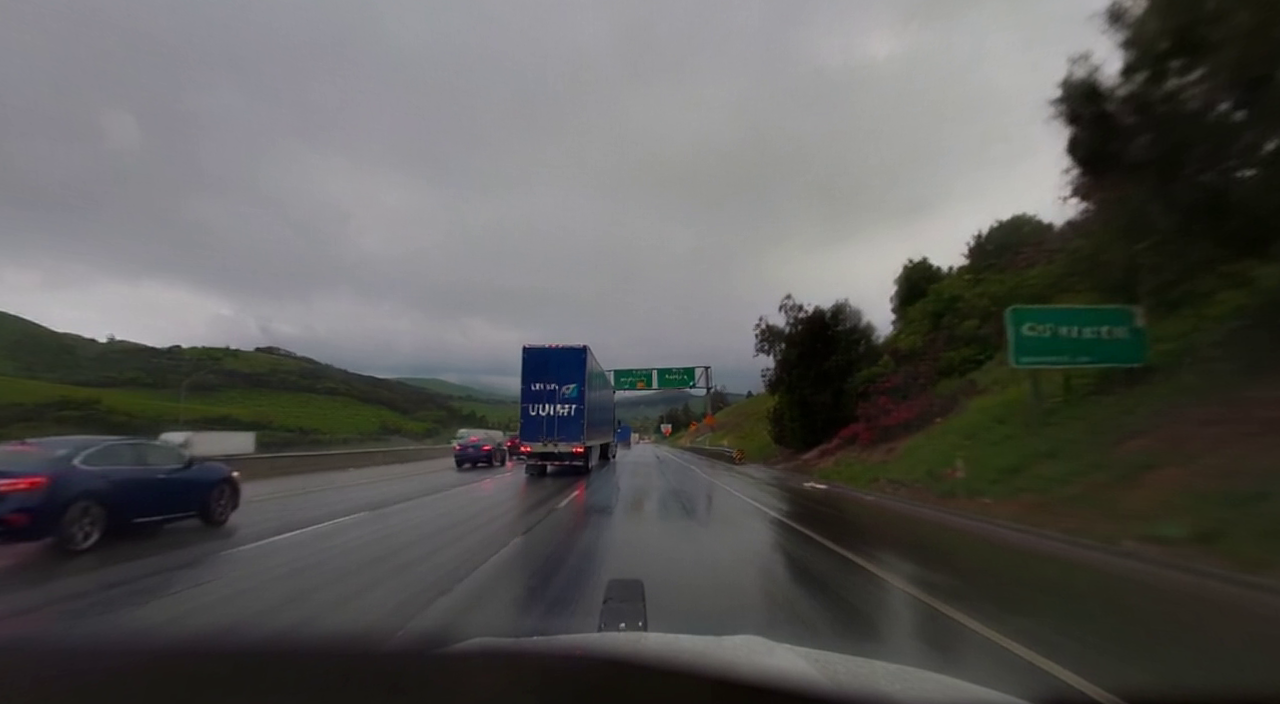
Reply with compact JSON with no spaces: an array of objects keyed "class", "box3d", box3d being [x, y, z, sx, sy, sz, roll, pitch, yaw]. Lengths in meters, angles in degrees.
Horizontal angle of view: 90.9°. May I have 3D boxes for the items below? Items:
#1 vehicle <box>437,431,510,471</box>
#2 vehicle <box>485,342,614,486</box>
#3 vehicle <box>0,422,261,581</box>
[{"class":"vehicle","box3d":[-7.201,4.319,27.781,1.949,1.604,4.456,0,-8,0]},{"class":"vehicle","box3d":[-3.052,2.937,27.263,3.202,4.352,16.251,0,-8,0]},{"class":"vehicle","box3d":[-6.998,1.647,7.646,1.911,1.494,4.555,-1,-8,1]}]
